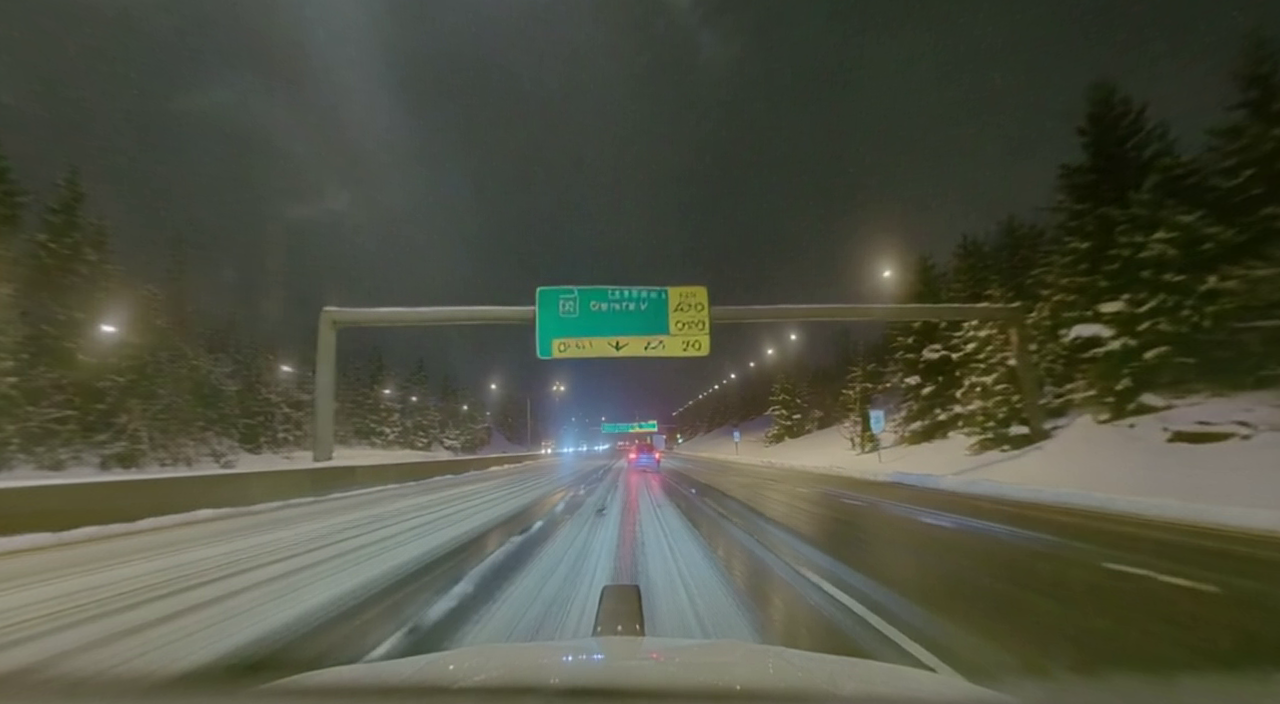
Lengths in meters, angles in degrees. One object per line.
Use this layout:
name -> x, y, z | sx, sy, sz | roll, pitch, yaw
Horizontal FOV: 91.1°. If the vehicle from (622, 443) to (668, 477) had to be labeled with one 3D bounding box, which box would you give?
vehicle -> 0.224, 5.245, 30.785 | 2.055, 1.501, 4.321 | 0, -9, 0
